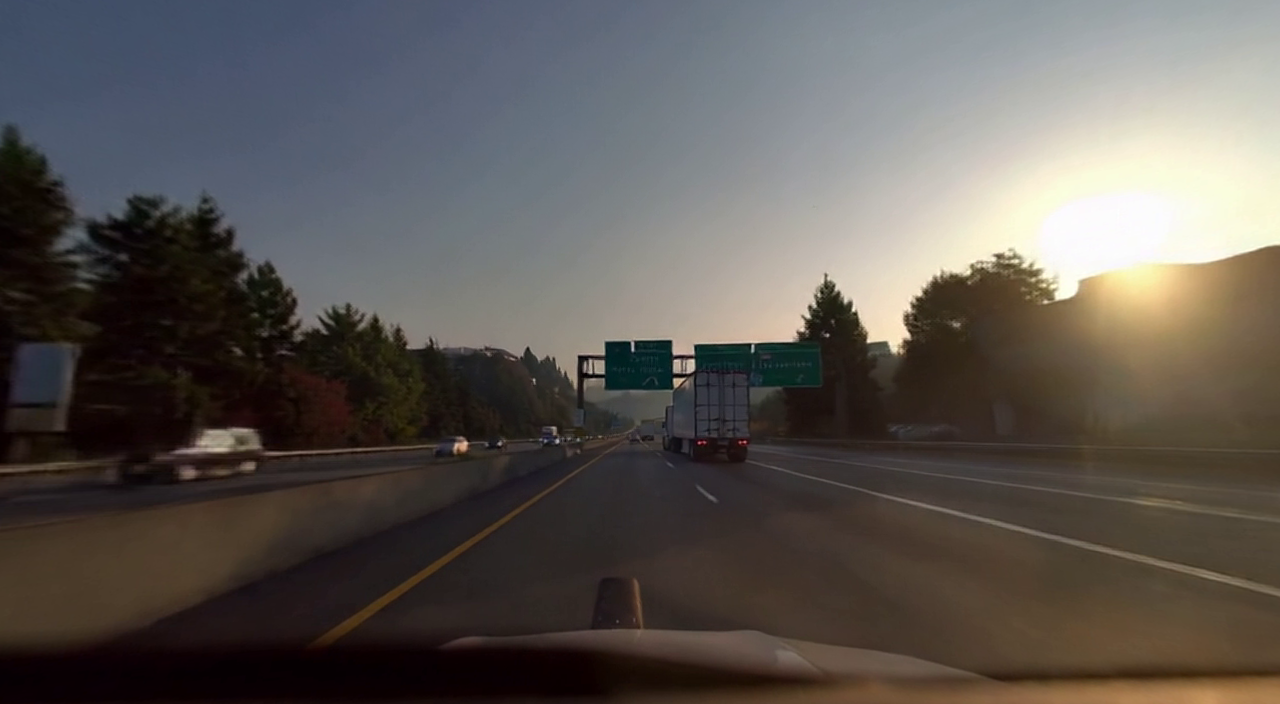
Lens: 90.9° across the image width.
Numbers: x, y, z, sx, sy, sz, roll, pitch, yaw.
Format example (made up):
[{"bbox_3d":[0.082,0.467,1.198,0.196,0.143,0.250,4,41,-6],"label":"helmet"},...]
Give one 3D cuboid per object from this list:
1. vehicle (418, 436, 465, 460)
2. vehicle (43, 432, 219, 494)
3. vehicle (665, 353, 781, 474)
[{"bbox_3d":[-13.700,6.609,43.727,1.896,1.577,4.074,0,-7,0],"label":"vehicle"},{"bbox_3d":[-17.673,3.816,22.340,2.031,1.922,5.065,0,-7,-1],"label":"vehicle"},{"bbox_3d":[2.996,2.876,27.546,2.954,3.995,13.335,0,-7,-1],"label":"vehicle"}]
